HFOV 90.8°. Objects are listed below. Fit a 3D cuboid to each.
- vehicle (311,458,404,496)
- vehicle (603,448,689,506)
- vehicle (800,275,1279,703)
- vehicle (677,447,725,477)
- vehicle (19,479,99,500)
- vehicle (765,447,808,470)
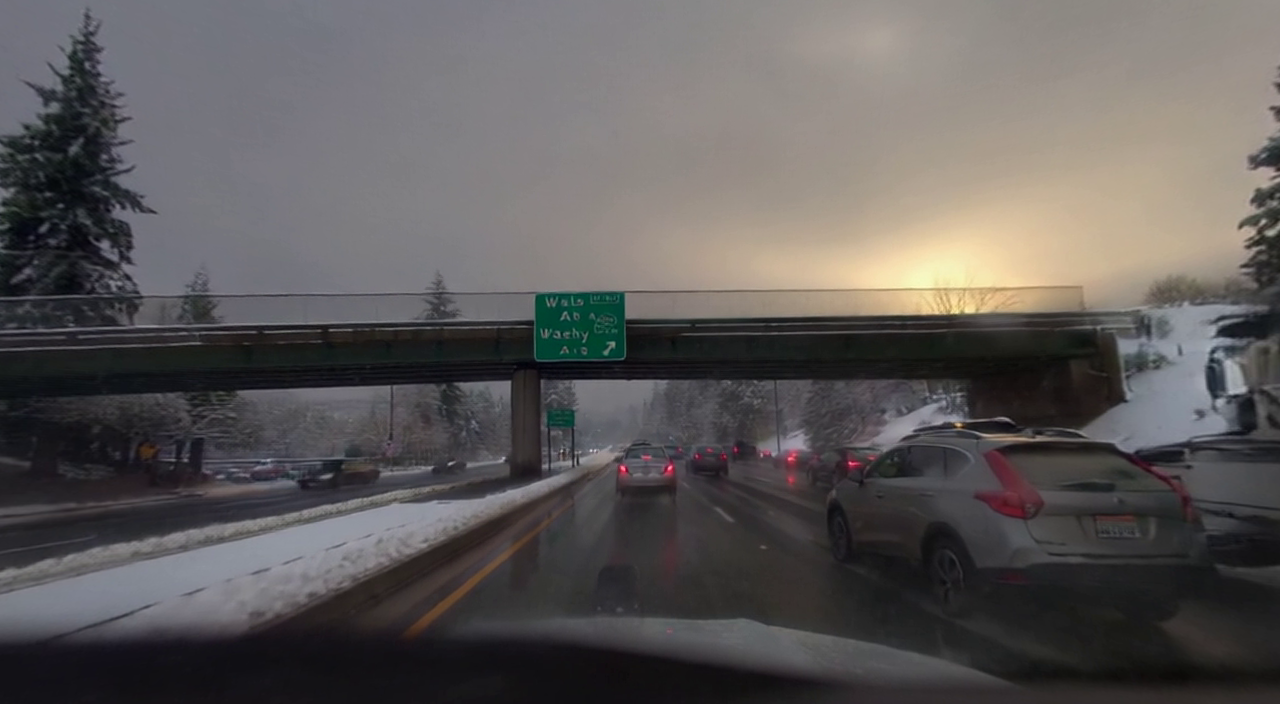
[{"bbox_3d":[-12.191,5.403,27.636,1.927,1.439,4.537,0,-8,1],"label":"vehicle"},{"bbox_3d":[0.131,3.274,16.969,2.027,1.341,3.775,0,-8,0],"label":"vehicle"},{"bbox_3d":[3.456,1.134,5.263,2.719,2.033,5.876,0,-9,0],"label":"vehicle"},{"bbox_3d":[3.109,5.733,33.107,1.962,1.431,4.205,0,-8,-1],"label":"vehicle"},{"bbox_3d":[-45.738,10.802,49.791,4.468,1.486,1.893,0,-9,1],"label":"vehicle"},{"bbox_3d":[9.847,7.193,42.678,1.839,1.453,3.992,0,-8,-1],"label":"vehicle"}]
